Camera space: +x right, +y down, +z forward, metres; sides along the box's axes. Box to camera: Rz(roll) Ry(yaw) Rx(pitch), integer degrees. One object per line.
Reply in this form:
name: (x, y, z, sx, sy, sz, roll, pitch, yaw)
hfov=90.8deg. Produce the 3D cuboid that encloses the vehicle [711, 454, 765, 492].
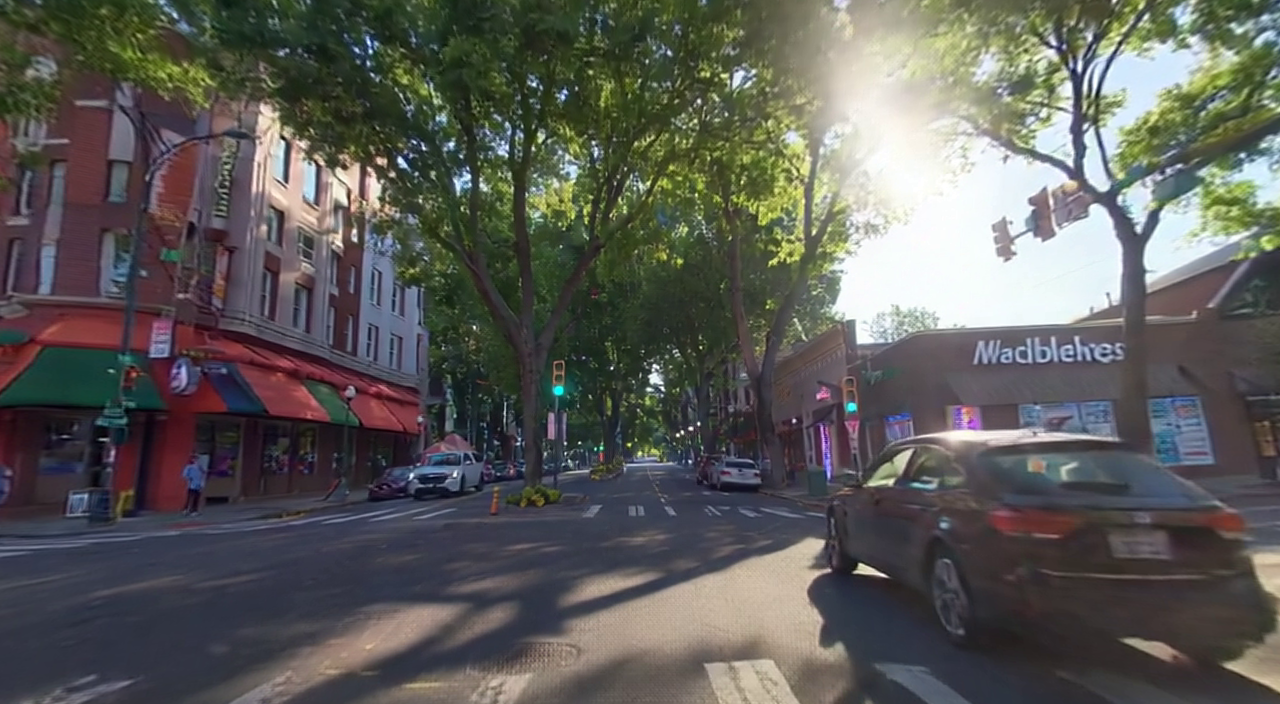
vehicle: (5.200, 6.479, 34.143, 2.010, 1.844, 4.386, 0, -8, -2)

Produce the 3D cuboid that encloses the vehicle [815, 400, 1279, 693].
vehicle: (2.739, 1.318, 5.083, 1.822, 1.654, 2.794, 0, -8, 0)

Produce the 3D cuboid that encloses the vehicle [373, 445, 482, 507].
vehicle: (-8.753, 5.107, 26.769, 2.489, 2.323, 5.843, 0, -8, 1)

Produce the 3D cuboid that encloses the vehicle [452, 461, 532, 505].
vehicle: (-5.729, 5.122, 25.020, 1.983, 1.438, 4.559, 0, -8, 1)
